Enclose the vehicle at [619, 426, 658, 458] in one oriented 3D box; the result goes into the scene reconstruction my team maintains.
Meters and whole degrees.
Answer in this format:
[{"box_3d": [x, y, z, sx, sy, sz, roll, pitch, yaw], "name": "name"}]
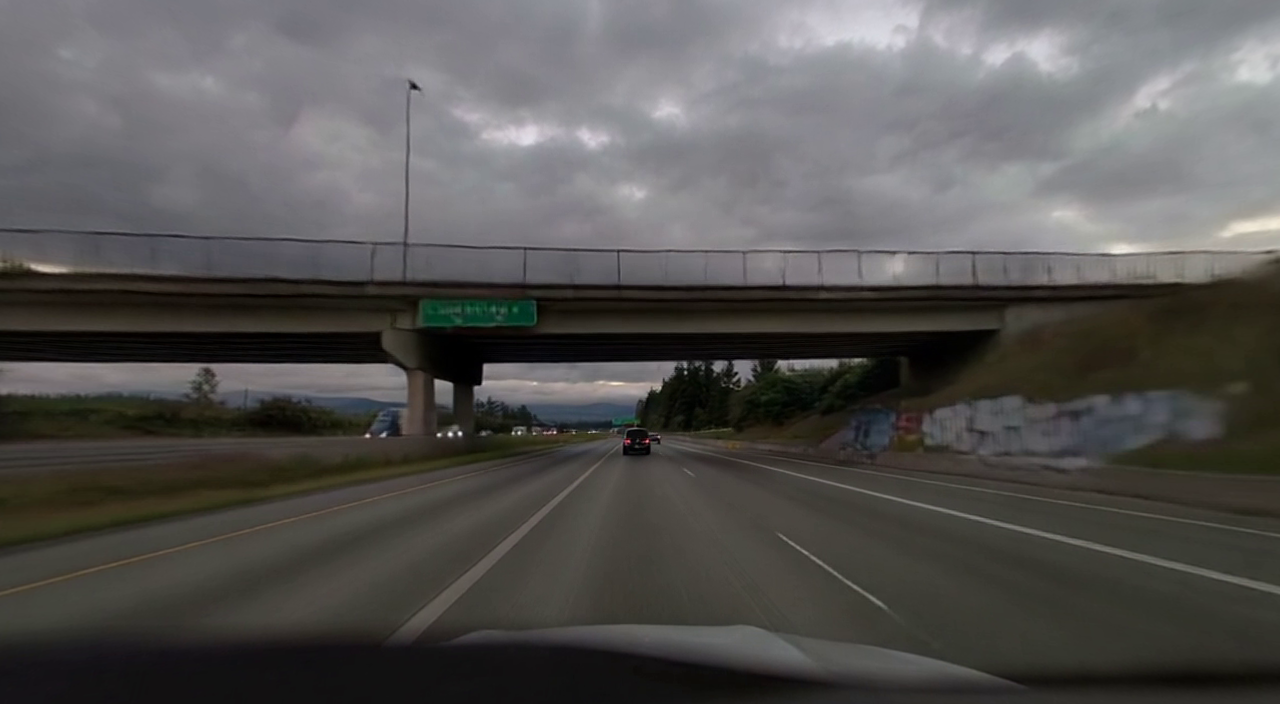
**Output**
[{"box_3d": [-0.138, 5.630, 39.589, 2.277, 1.913, 4.510, 0, -8, -1], "name": "vehicle"}]
